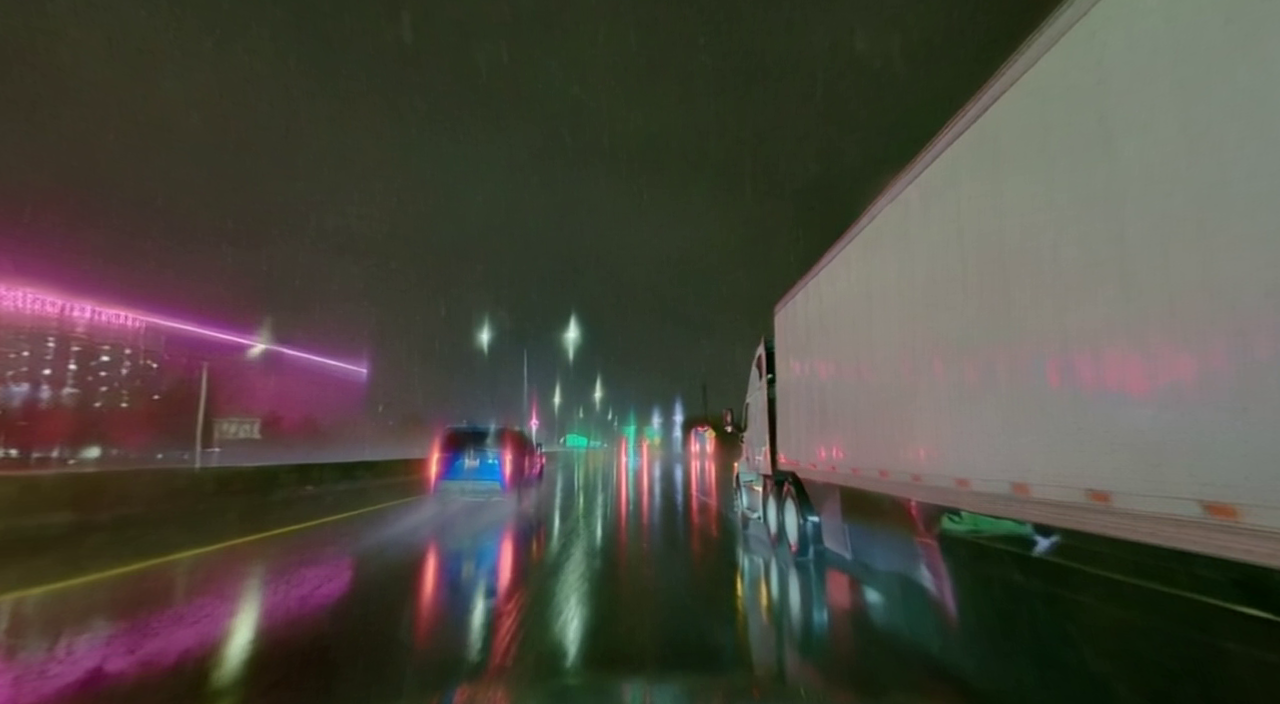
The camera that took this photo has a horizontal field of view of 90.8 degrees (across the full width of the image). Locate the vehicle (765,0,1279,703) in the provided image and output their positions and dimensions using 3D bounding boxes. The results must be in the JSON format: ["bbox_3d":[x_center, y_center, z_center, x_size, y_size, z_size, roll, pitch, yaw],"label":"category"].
[{"bbox_3d":[3.365,0.215,3.626,2.934,3.325,10.986,0,-8,-1],"label":"vehicle"}]

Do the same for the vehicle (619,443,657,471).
[{"bbox_3d":[-0.122,5.694,34.495,1.929,1.395,3.999,0,-8,-1],"label":"vehicle"}]

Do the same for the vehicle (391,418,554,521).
[{"bbox_3d":[-3.312,2.436,13.654,2.229,1.806,4.698,0,-8,0],"label":"vehicle"}]
